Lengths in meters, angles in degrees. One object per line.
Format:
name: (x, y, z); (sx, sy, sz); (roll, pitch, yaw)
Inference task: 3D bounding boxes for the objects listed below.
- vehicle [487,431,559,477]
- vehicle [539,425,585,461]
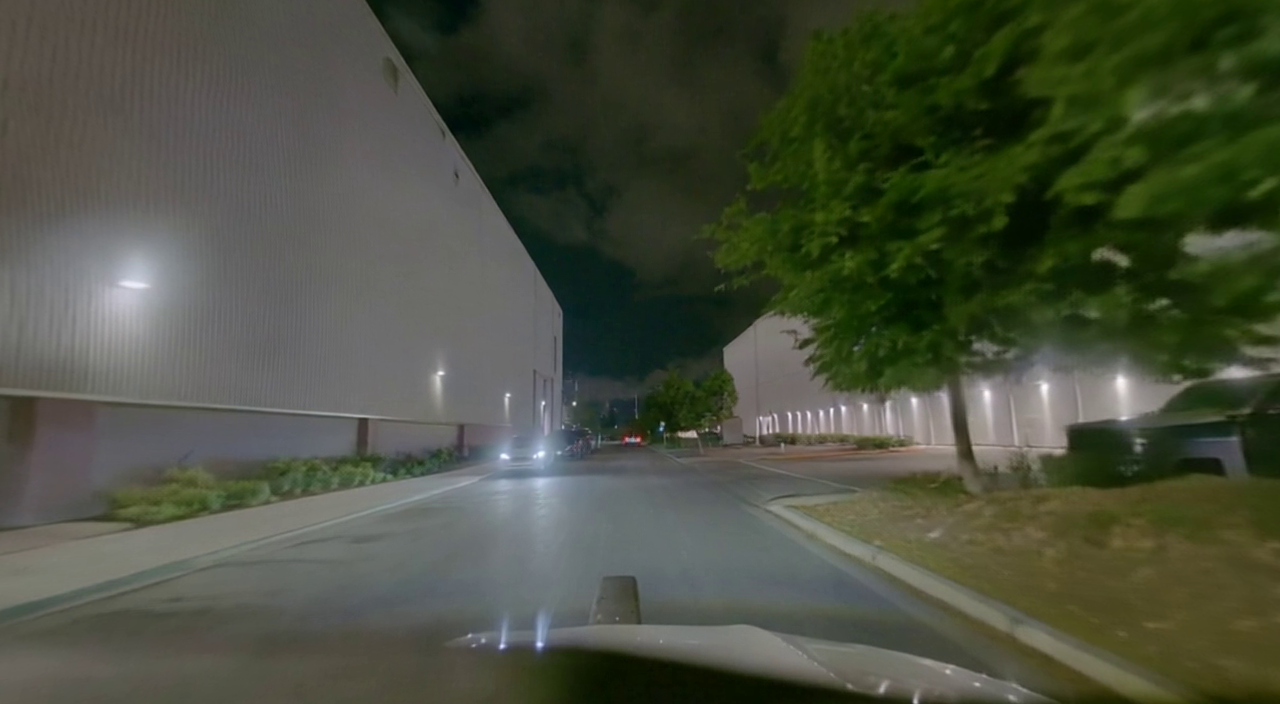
vehicle: (-4.547, 4.057, 25.100); (2.040, 1.501, 4.440); (-4, -9, -1)
vehicle: (-4.501, 5.421, 37.126); (2.161, 1.843, 5.181); (-4, -10, -2)
